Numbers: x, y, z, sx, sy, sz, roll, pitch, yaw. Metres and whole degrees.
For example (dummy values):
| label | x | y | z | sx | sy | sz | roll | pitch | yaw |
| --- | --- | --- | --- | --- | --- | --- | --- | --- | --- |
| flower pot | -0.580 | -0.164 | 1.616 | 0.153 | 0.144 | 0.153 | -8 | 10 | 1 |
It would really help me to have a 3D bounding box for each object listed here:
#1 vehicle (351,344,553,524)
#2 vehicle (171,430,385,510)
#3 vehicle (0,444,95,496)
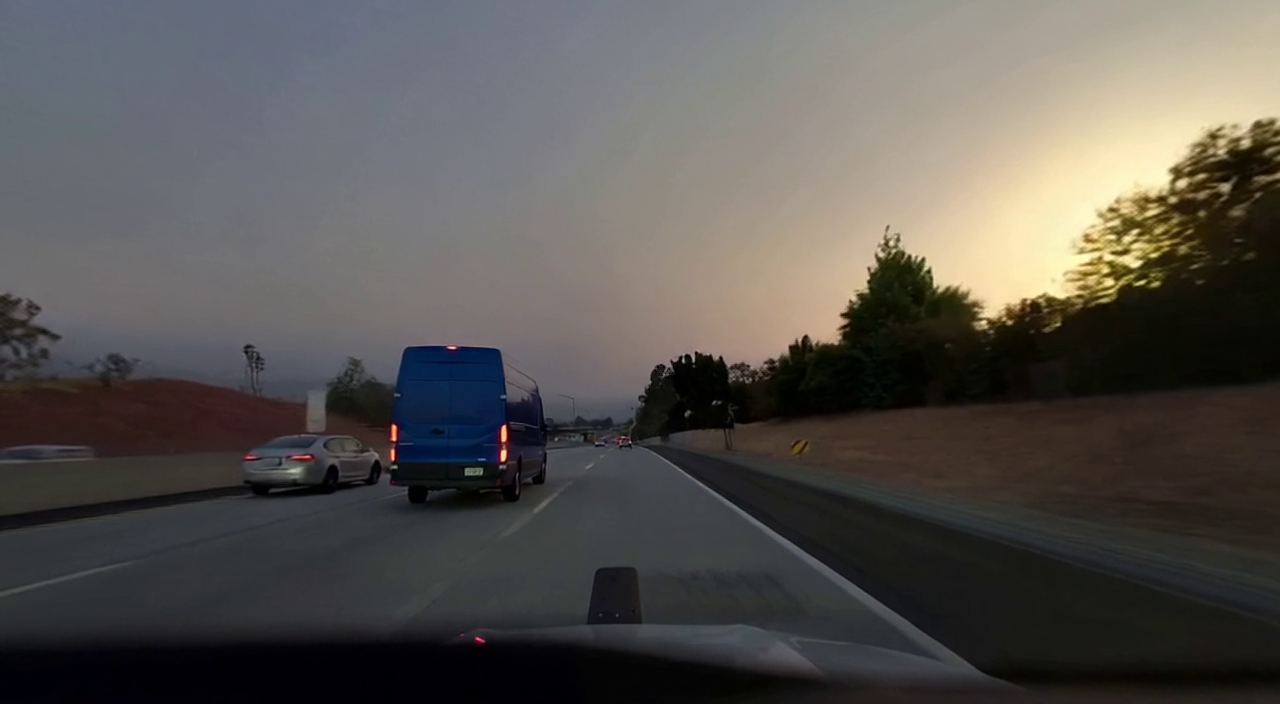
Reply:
| label | x | y | z | sx | sy | sz | roll | pitch | yaw |
| --- | --- | --- | --- | --- | --- | --- | --- | --- | --- |
| vehicle | -3.420 | 1.748 | 13.516 | 2.428 | 2.782 | 7.330 | 0 | -8 | -3 |
| vehicle | -7.668 | 2.509 | 14.071 | 1.994 | 1.466 | 4.837 | 0 | -8 | -1 |
| vehicle | -19.739 | 3.620 | 19.398 | 1.903 | 1.470 | 4.473 | 0 | -8 | -2 |
